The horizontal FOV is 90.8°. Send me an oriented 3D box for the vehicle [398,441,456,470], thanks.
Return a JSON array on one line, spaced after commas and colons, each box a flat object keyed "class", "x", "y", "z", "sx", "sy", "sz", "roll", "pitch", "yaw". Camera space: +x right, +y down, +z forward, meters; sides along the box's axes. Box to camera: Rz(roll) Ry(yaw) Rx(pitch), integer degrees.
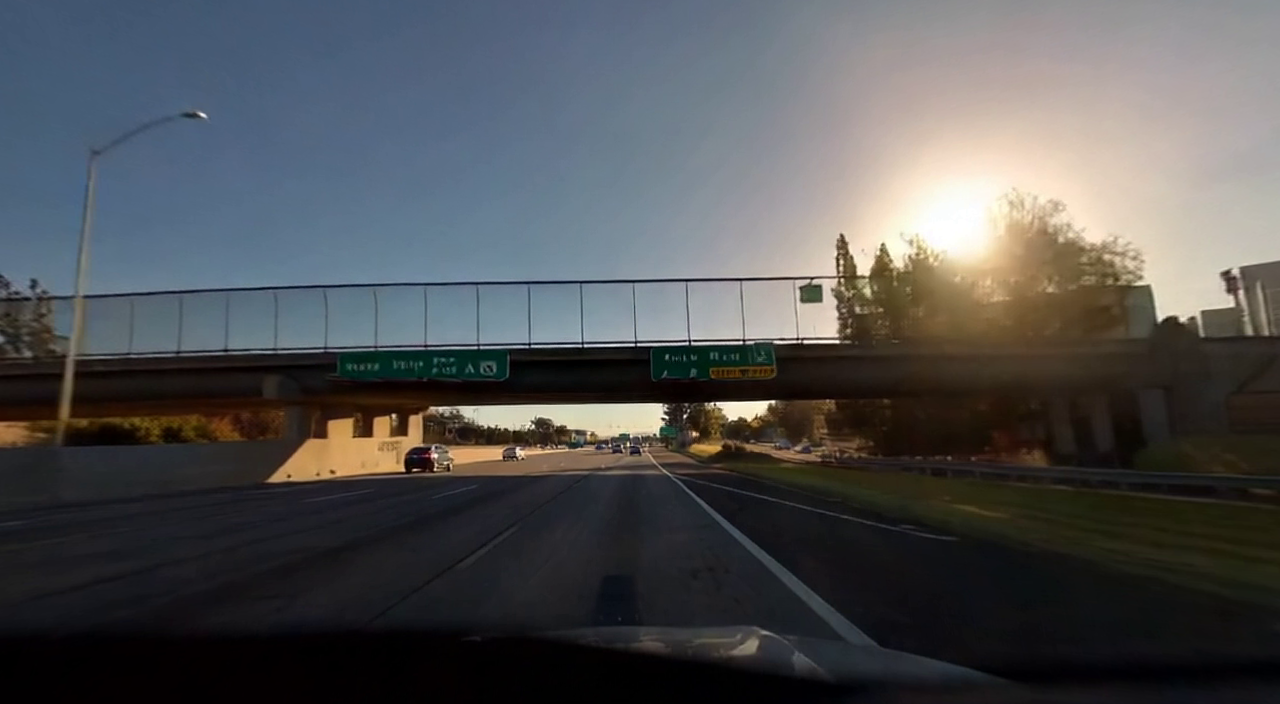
[{"class": "vehicle", "x": -14.231, "y": 6.951, "z": 42.562, "sx": 2.049, "sy": 1.792, "sz": 5.177, "roll": 0, "pitch": -9, "yaw": 0}]
